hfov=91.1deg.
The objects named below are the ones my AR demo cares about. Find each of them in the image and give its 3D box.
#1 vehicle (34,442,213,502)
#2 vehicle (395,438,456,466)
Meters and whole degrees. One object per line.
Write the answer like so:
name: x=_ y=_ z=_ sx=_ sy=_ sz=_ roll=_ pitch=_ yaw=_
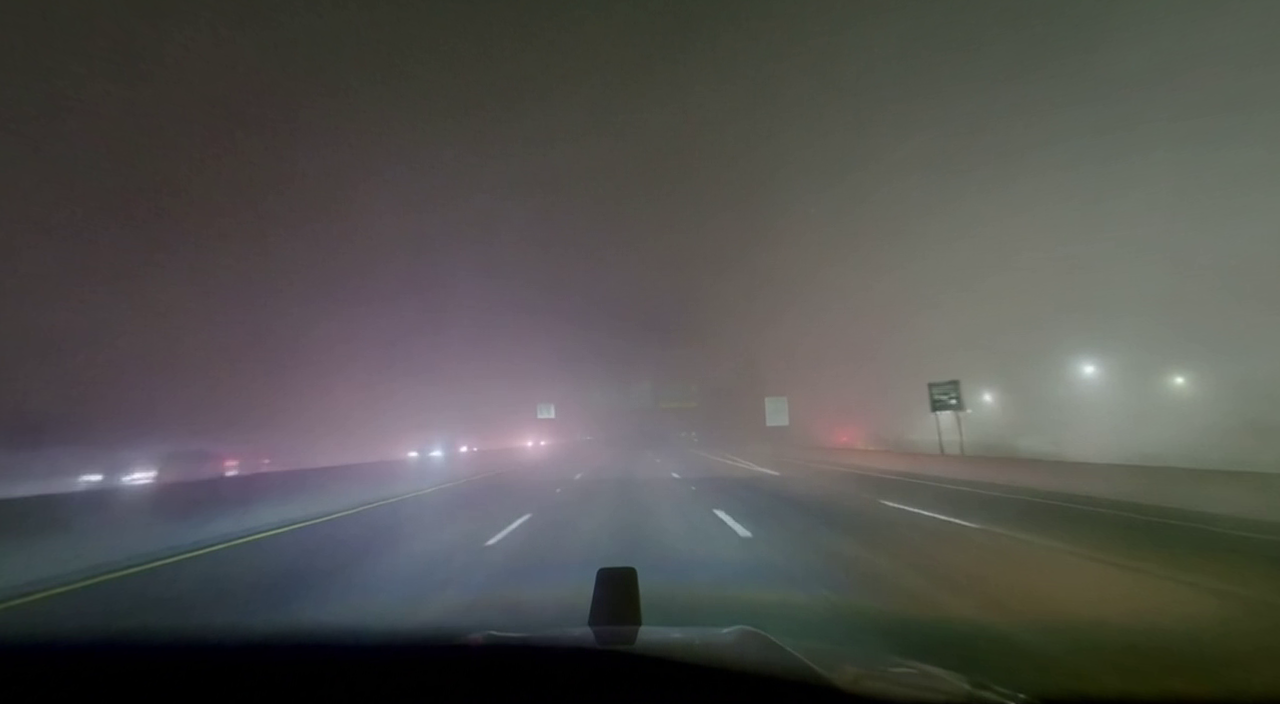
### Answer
vehicle: x=-15.168 y=3.487 z=18.813 sx=1.900 sy=1.538 sz=4.026 roll=0 pitch=-8 yaw=0
vehicle: x=-12.281 y=5.714 z=36.292 sx=1.961 sy=1.509 sz=4.492 roll=0 pitch=-8 yaw=0
